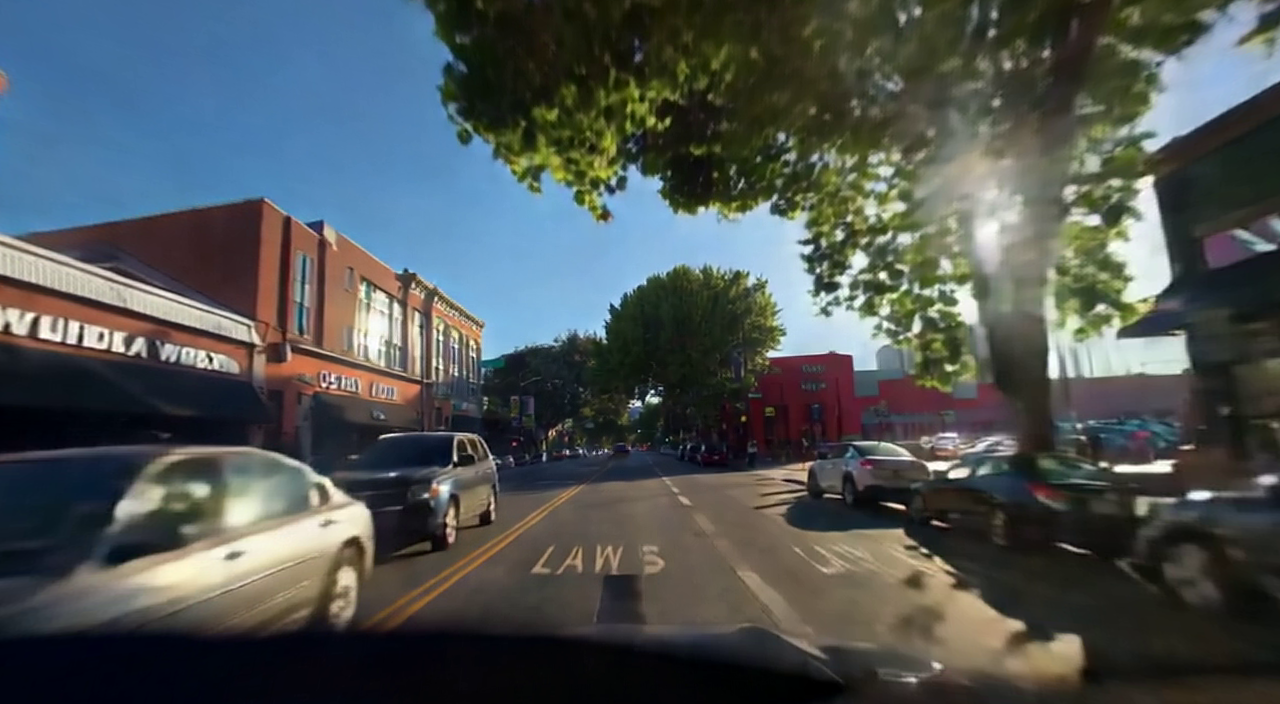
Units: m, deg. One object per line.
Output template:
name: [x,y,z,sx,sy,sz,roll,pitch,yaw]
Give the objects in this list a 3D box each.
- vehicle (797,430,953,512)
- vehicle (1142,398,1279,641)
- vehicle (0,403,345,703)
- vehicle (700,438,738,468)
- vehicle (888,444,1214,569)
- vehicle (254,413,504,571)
vehicle: [5.882,3.031,16.647,2.150,1.805,4.870,0,-8,-1]
vehicle: [5.821,1.057,3.484,2.116,1.780,4.682,0,-8,-2]
vehicle: [-3.123,0.977,2.288,2.013,1.527,4.335,0,-8,0]
vehicle: [5.631,7.222,45.435,2.010,1.943,4.319,-2,-9,-1]
vehicle: [5.886,2.207,10.017,1.910,1.471,4.758,0,-8,-1]
vehicle: [-3.455,1.926,9.514,2.028,1.764,4.503,0,-8,-3]
